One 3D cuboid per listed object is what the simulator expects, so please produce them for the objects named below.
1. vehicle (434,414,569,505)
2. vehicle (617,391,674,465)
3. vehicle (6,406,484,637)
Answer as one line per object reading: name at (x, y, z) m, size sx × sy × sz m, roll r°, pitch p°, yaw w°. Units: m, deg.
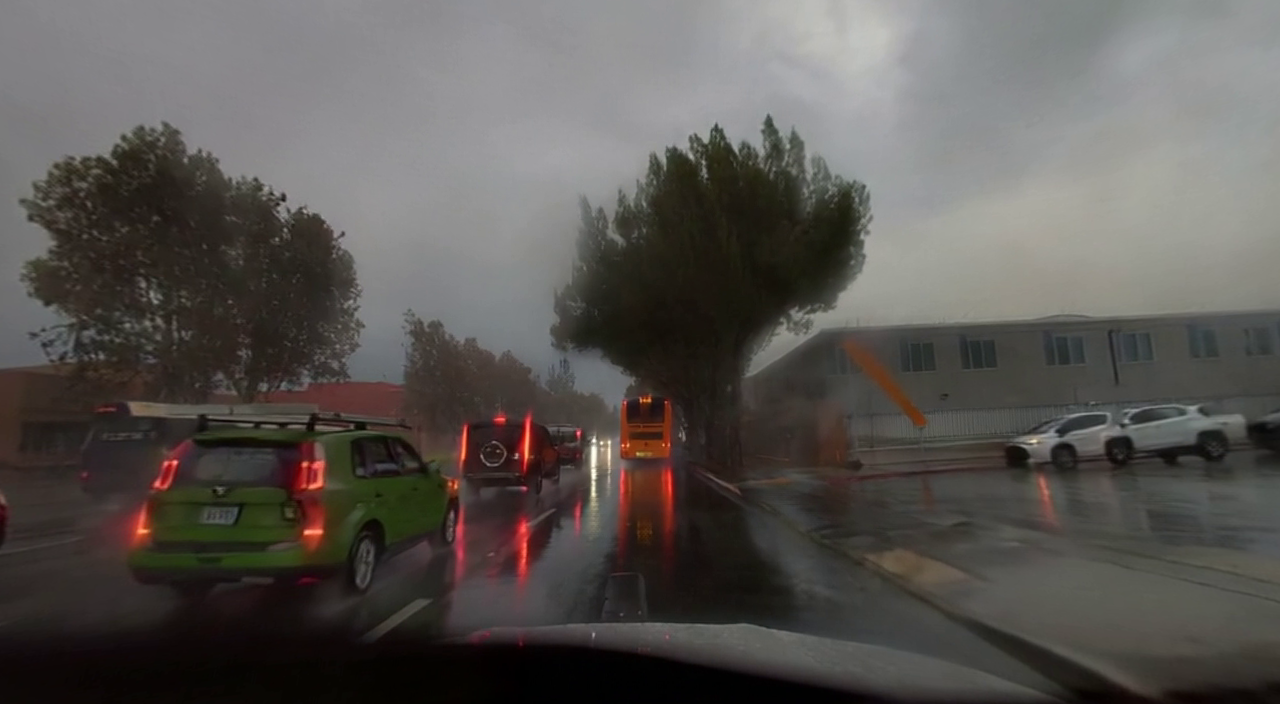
vehicle at (-3.192, 2.629, 15.783) m, size 2.095 × 1.892 × 5.043 m, roll 0°, pitch -9°, yaw 1°
vehicle at (0.386, 4.912, 39.268) m, size 2.970 × 3.857 × 12.200 m, roll 0°, pitch -9°, yaw 1°
vehicle at (-3.292, 1.504, 6.652) m, size 2.042 × 1.571 × 4.475 m, roll 0°, pitch -9°, yaw 1°
